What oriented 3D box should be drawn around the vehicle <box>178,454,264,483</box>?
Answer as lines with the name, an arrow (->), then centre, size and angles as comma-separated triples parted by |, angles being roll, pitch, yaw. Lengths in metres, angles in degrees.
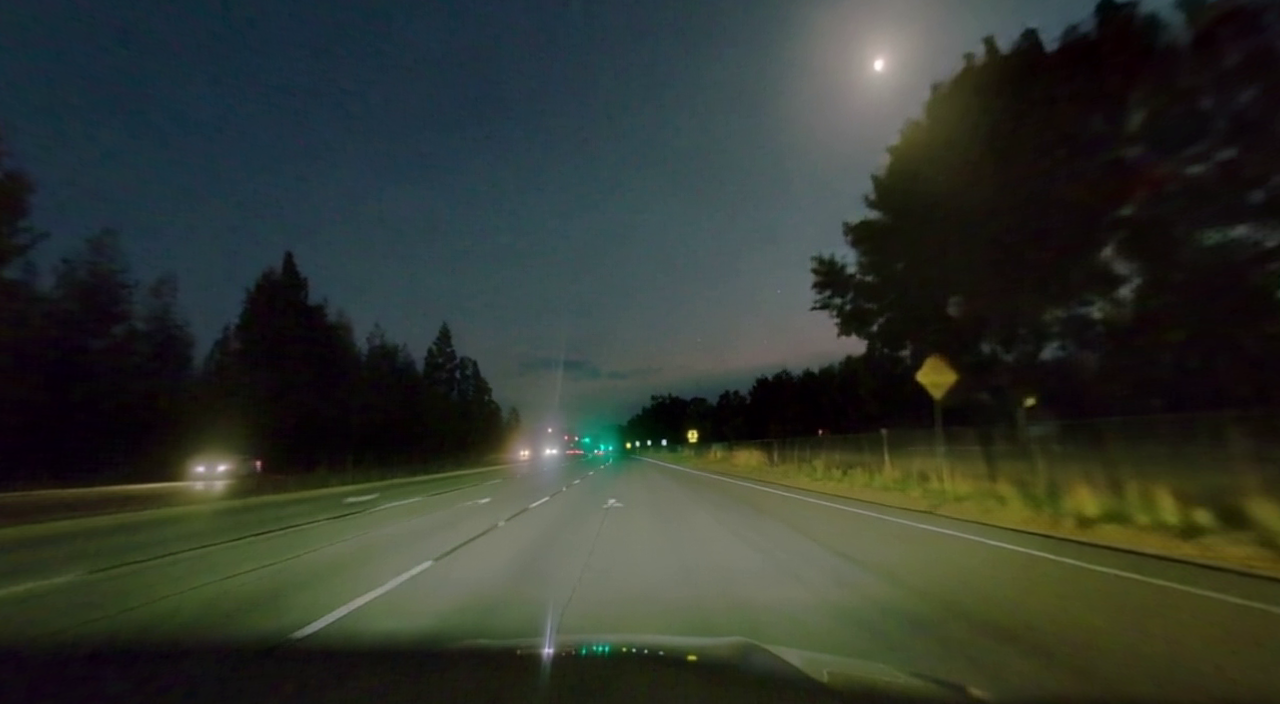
vehicle -> -24.323, 6.768, 36.766 | 1.914, 1.500, 4.462 | -1, -9, 0

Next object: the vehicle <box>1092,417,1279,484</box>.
vehicle -> 16.496, 2.898, 18.527 | 4.740, 1.831, 2.002 | 0, -9, 0
